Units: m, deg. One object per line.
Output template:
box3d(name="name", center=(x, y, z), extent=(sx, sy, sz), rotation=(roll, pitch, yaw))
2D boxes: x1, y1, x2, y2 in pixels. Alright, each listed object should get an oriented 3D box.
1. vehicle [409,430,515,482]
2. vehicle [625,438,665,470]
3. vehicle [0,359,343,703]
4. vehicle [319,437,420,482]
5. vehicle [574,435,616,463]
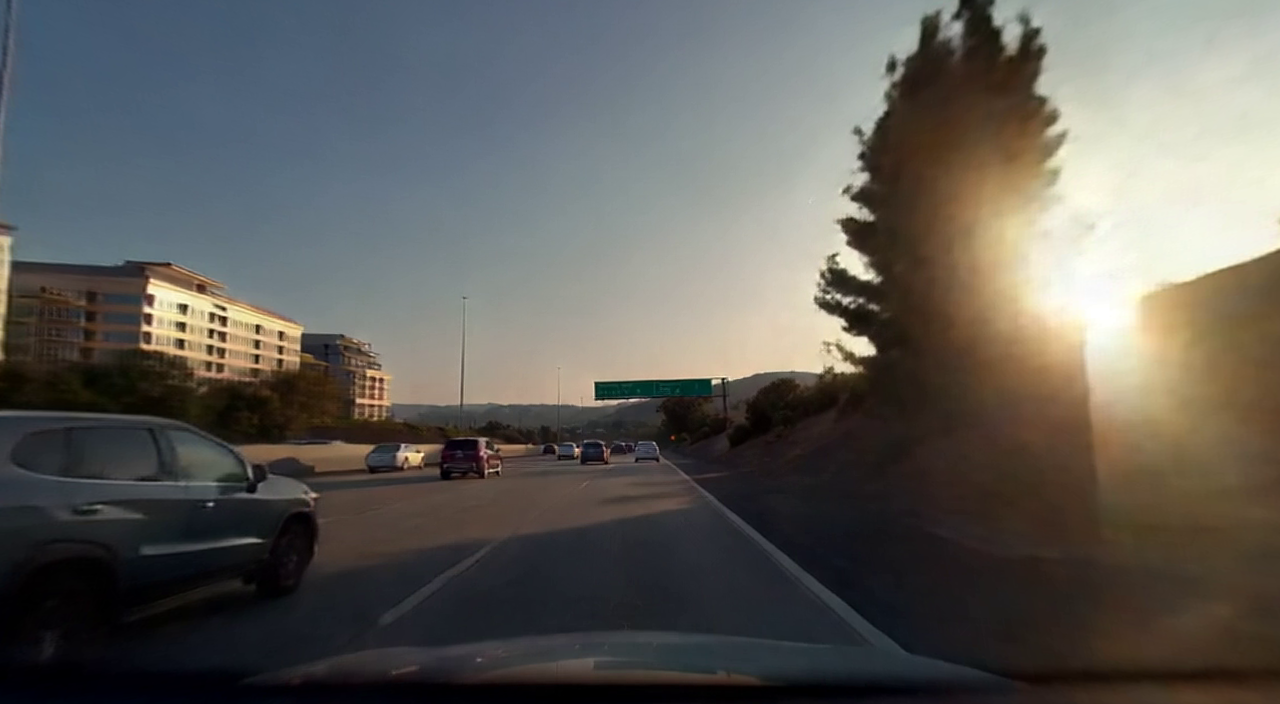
box3d(name="vehicle", center=(-7.223, 4.289, 26.459), extent=(2.521, 1.901, 5.988), rotation=(0, -8, 2))
box3d(name="vehicle", center=(0.250, 5.818, 36.167), extent=(2.135, 1.697, 4.757), rotation=(0, -8, 0))
box3d(name="vehicle", center=(-4.138, 1.041, 3.954), extent=(2.136, 1.718, 4.873), rotation=(0, -8, 0))
box3d(name="vehicle", center=(-11.400, 4.538, 27.030), extent=(2.187, 1.726, 4.634), rotation=(0, -8, 1))
box3d(name="vehicle", center=(-3.462, 7.640, 49.704), extent=(2.751, 2.050, 5.761), rotation=(0, -8, 2))
